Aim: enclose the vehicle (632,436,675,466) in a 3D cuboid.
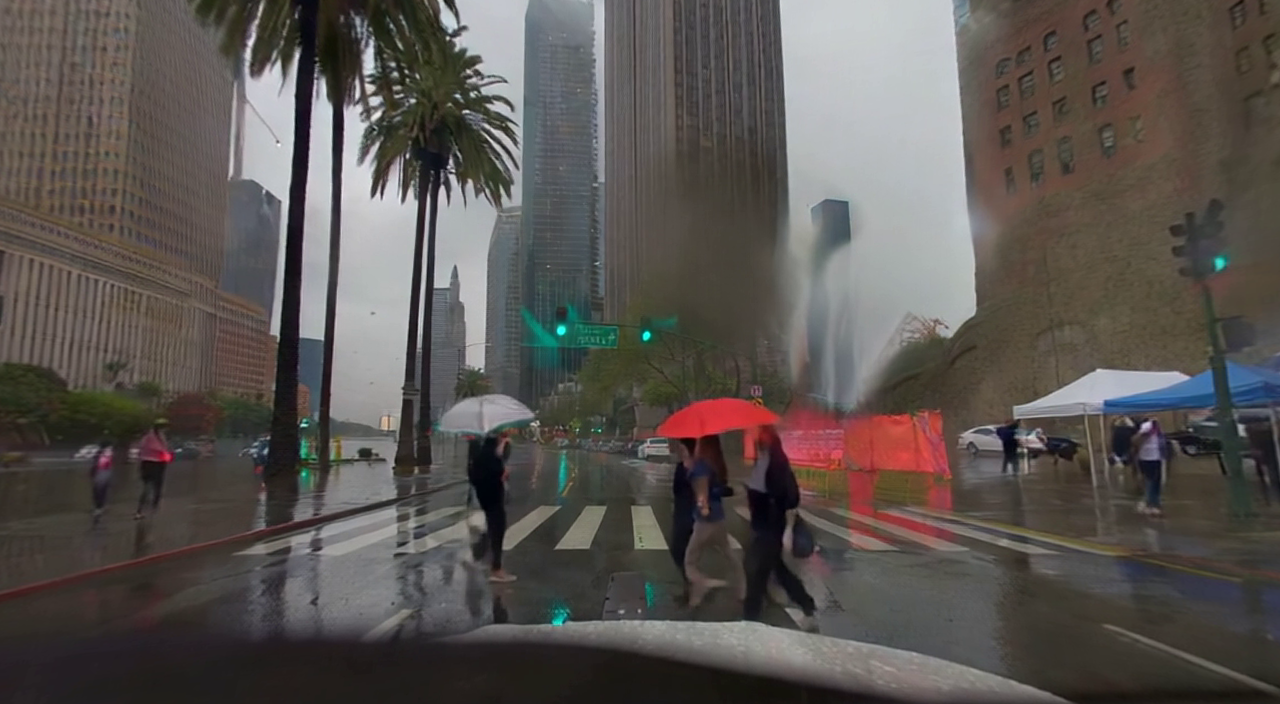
[{"bbox_3d":[0.904,7.276,46.556,2.322,2.071,5.366,1,-9,-9],"label":"vehicle"}]
